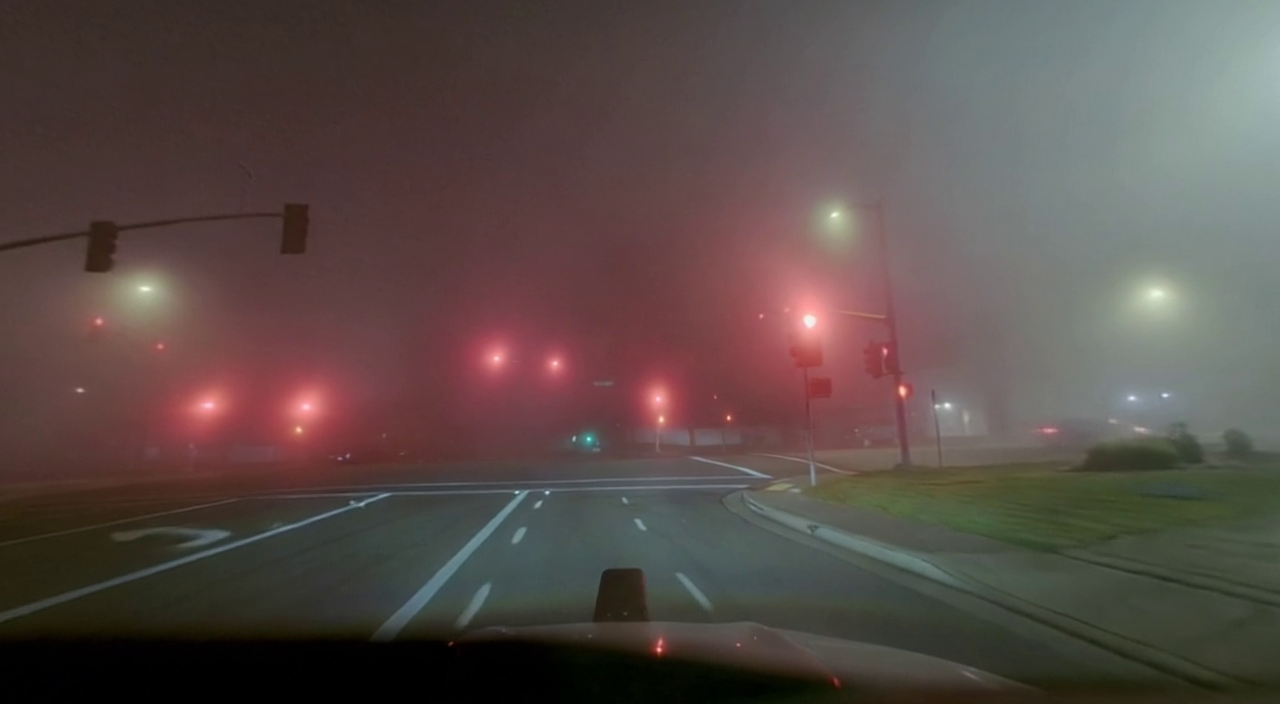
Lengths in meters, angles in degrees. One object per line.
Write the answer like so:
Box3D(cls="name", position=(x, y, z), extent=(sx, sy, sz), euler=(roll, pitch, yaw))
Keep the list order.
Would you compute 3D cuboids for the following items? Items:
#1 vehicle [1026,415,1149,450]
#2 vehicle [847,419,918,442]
Box3D(cls="vehicle", position=(21.567, 3.863, 30.462), extent=(4.759, 1.461, 1.788), euler=(-1, -7, -6))
Box3D(cls="vehicle", position=(18.692, 6.064, 48.684), extent=(4.681, 1.712, 1.976), euler=(0, -8, -4))
